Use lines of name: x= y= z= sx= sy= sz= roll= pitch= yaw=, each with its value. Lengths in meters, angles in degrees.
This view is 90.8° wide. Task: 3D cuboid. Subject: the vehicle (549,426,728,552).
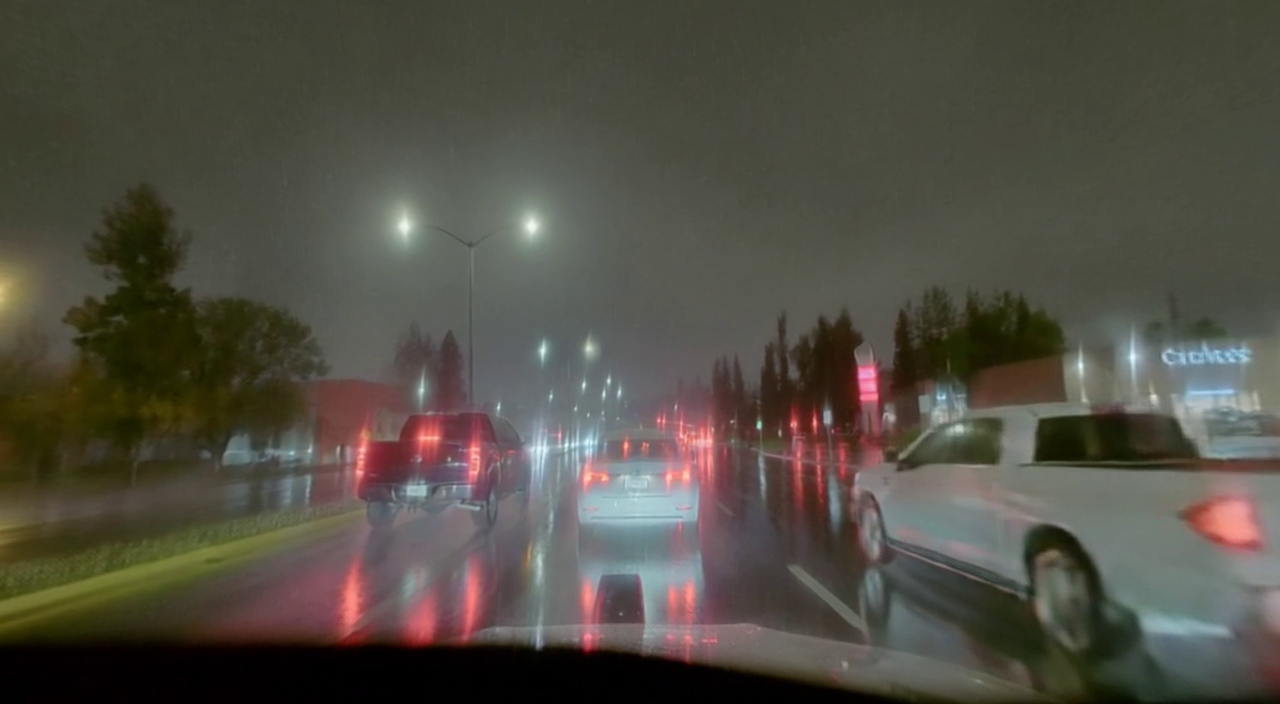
vehicle: x=-0.071 y=1.932 z=9.569 sx=2.126 sy=1.475 sz=3.967 roll=0 pitch=-8 yaw=-2

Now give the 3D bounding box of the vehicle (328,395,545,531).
vehicle: x=-3.413 y=2.038 z=12.110 sx=2.301 sy=1.985 sz=5.531 roll=0 pitch=-8 yaw=0

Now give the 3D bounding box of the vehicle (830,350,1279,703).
vehicle: x=3.337 y=1.165 z=5.001 sx=2.092 sy=1.658 sz=4.814 roll=0 pitch=-8 yaw=-1
